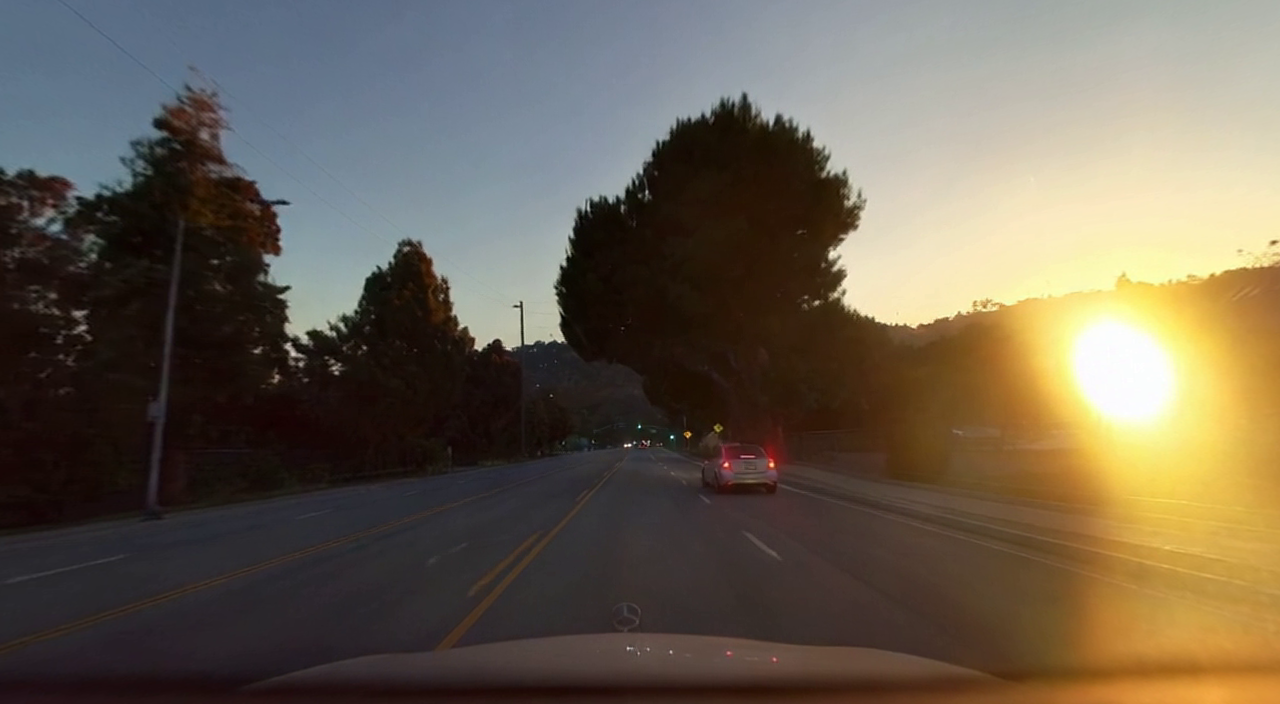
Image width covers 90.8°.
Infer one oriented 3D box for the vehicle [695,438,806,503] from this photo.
[{"bbox_3d":[2.721,3.037,16.679,2.042,1.469,4.470,0,-8,-1],"label":"vehicle"}]
